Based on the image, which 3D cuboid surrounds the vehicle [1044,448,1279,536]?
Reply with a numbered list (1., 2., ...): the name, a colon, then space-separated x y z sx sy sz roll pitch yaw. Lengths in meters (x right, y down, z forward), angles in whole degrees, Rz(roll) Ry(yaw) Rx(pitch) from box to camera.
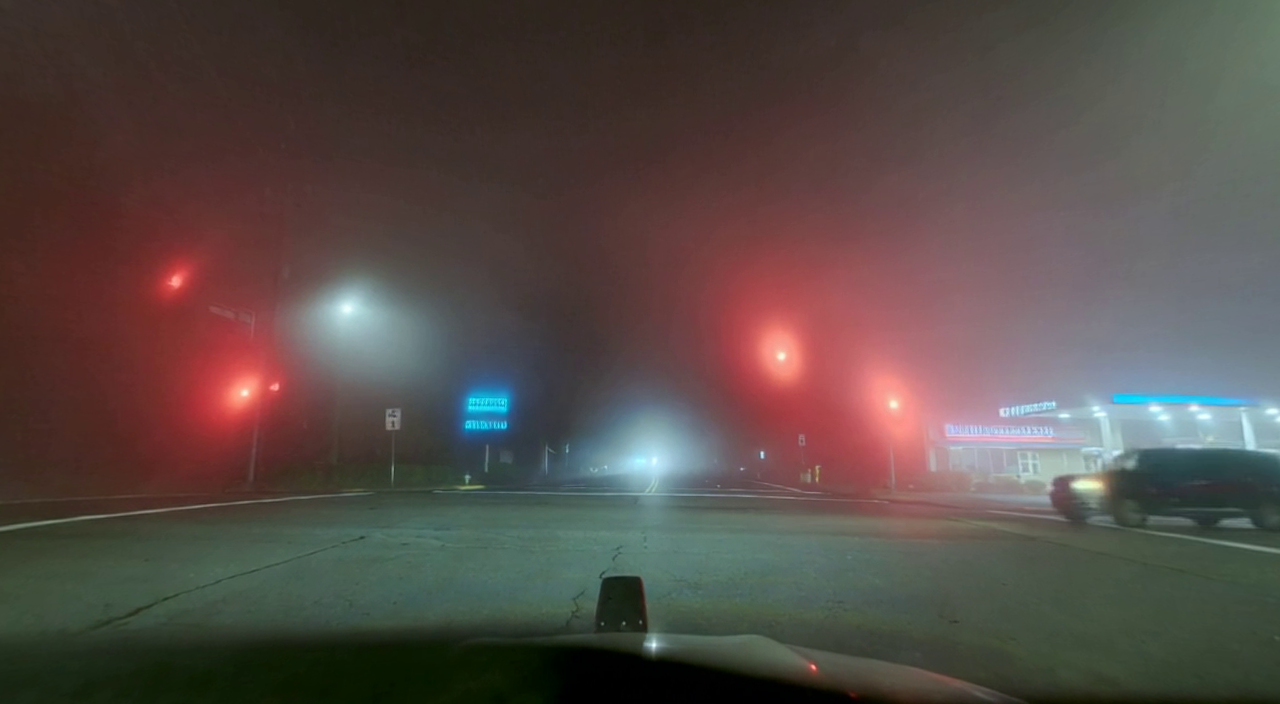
1. vehicle: 11.880 3.007 13.887 4.556 1.743 1.938 0 -8 0
